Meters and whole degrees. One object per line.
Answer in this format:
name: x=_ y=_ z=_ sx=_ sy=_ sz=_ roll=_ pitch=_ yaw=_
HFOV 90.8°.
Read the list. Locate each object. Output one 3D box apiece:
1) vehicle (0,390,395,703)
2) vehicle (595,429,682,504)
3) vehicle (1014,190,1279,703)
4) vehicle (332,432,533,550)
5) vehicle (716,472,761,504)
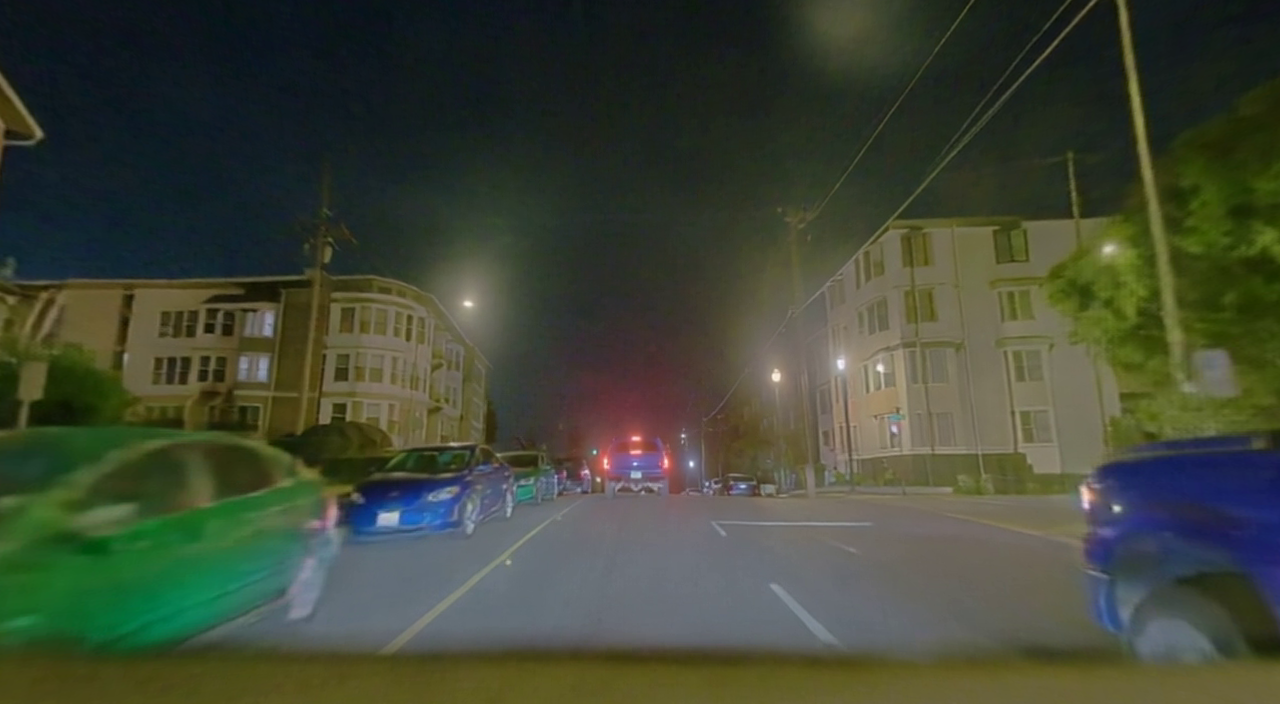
vehicle: x=-3.022 y=1.068 z=3.248 sx=1.893 sy=1.518 sz=4.024 roll=0 pitch=-8 yaw=0
vehicle: x=-0.011 y=3.384 z=18.953 sx=2.308 sy=1.940 sz=4.125 roll=-1 pitch=-9 yaw=1
vehicle: x=2.559 y=0.367 z=0.102 sx=2.027 sy=1.907 sz=4.736 roll=0 pitch=-8 yaw=0
vehicle: x=-3.099 y=2.153 z=10.531 sx=1.898 sy=1.539 sz=4.320 roll=0 pitch=-8 yaw=0
vehicle: x=6.048 y=8.375 z=39.165 sx=2.023 sy=1.611 sz=4.614 roll=0 pitch=-8 yaw=0
